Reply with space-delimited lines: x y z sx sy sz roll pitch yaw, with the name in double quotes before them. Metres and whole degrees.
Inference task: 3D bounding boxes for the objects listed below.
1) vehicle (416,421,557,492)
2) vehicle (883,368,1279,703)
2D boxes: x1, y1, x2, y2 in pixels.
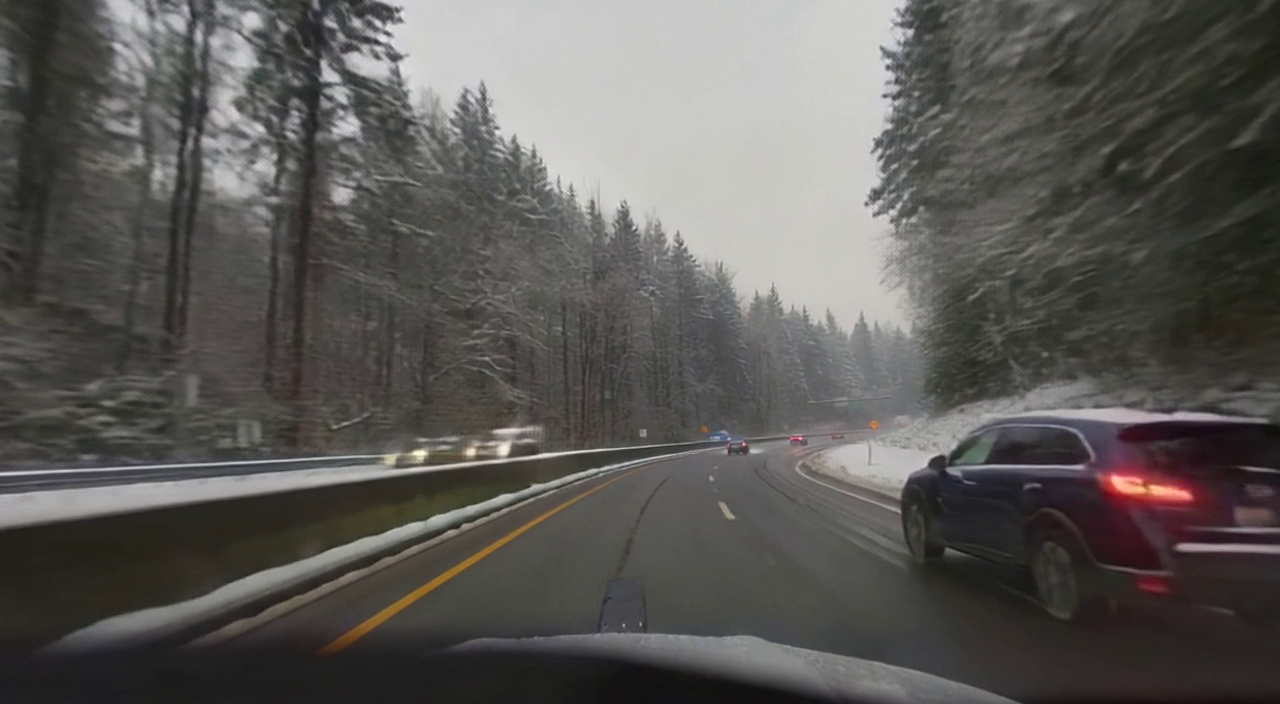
"vehicle" -3.931 2.799 17.167 2.295 1.648 4.689 -1 -8 5
"vehicle" 3.961 1.242 5.333 2.112 1.708 4.380 0 -8 1
